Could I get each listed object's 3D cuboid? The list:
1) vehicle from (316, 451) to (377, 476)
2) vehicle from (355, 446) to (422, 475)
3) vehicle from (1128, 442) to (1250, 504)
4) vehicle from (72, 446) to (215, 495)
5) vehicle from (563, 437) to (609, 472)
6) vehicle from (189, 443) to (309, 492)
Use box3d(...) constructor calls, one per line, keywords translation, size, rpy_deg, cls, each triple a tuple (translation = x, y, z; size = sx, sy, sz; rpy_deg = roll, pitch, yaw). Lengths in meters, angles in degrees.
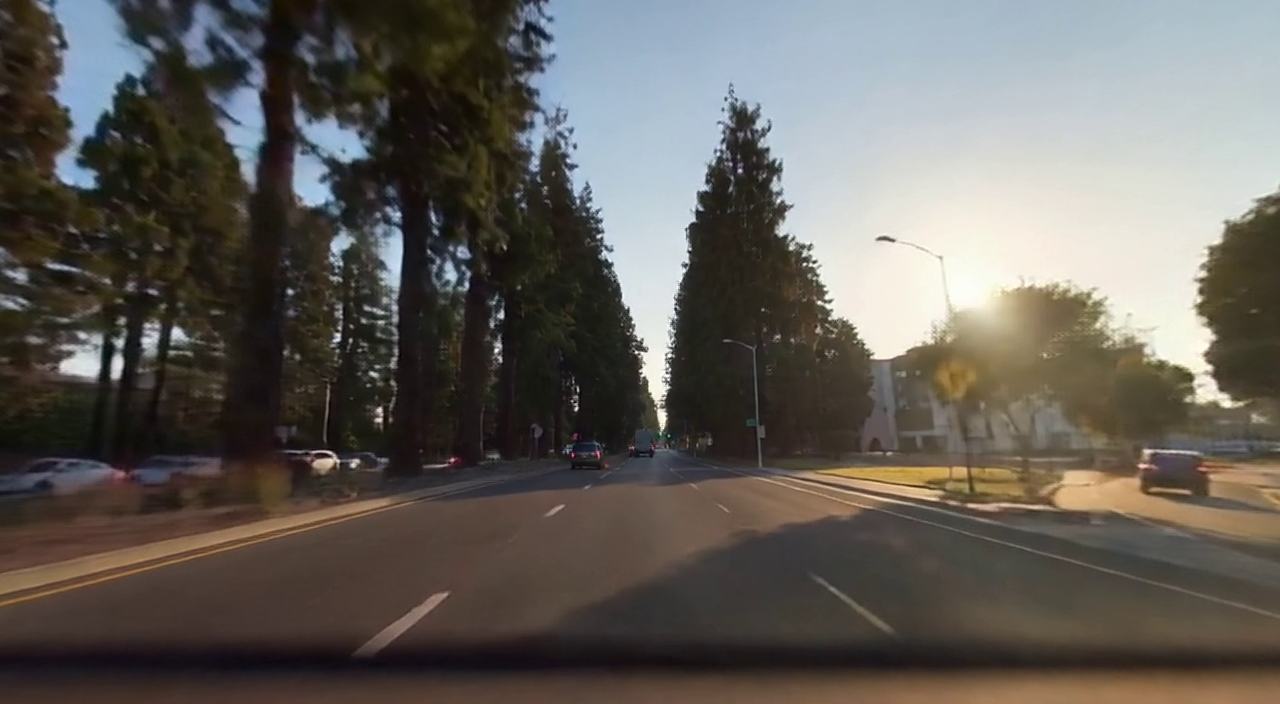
box3d(translation=(-19.771, 7.534, 42.711), size=(1.880, 1.543, 4.487), rpy_deg=(-1, -9, 1), cls="vehicle")
box3d(translation=(-16.543, 7.136, 41.723), size=(2.225, 1.719, 4.915), rpy_deg=(-1, -9, 2), cls="vehicle")
box3d(translation=(17.738, 3.864, 20.654), size=(2.280, 1.757, 4.572), rpy_deg=(-6, -10, 33), cls="vehicle")
box3d(translation=(-20.094, 4.816, 25.841), size=(2.036, 1.770, 4.623), rpy_deg=(1, -10, 0), cls="vehicle")
box3d(translation=(-3.158, 6.197, 38.156), size=(2.255, 1.940, 4.822), rpy_deg=(0, -9, 1), cls="vehicle")
box3d(translation=(-16.003, 4.710, 26.166), size=(2.182, 1.790, 4.713), rpy_deg=(0, -9, -4), cls="vehicle")
